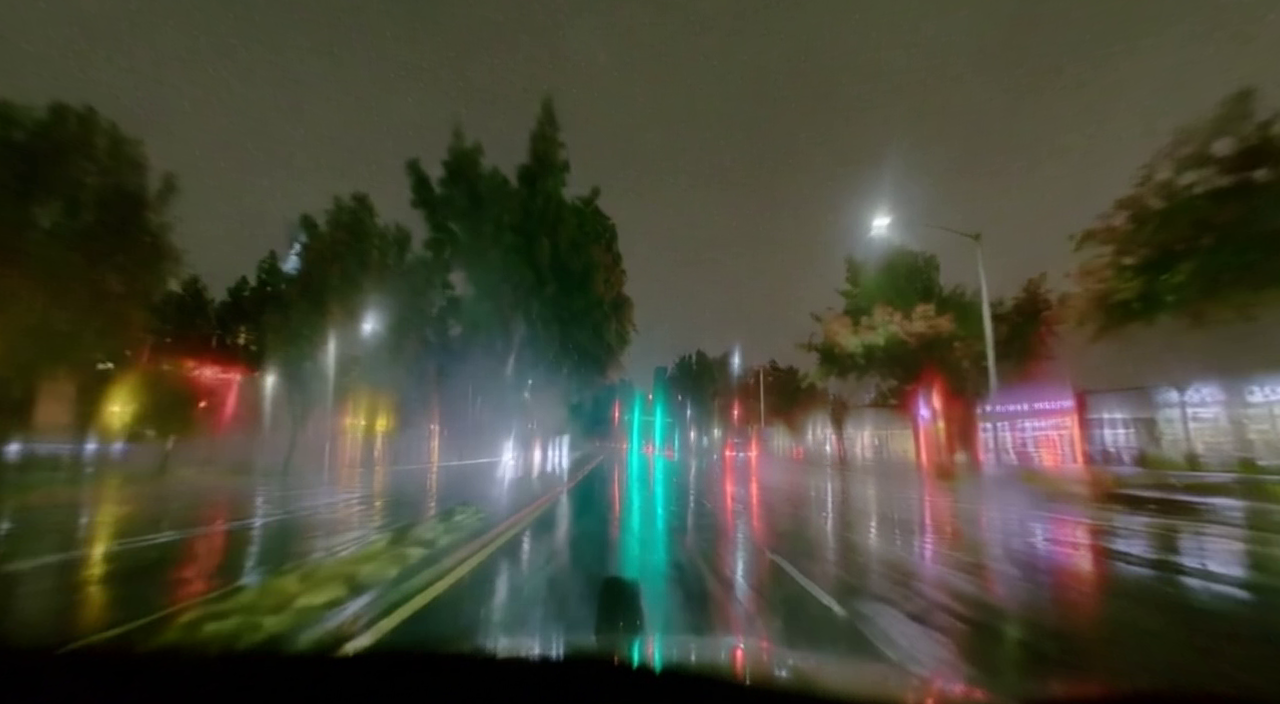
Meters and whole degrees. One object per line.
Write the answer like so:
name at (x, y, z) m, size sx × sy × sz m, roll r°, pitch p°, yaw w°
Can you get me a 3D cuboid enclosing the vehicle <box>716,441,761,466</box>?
vehicle at (6.338, 6.589, 41.149) m, size 2.024 × 1.475 × 4.600 m, roll 0°, pitch -8°, yaw -2°
